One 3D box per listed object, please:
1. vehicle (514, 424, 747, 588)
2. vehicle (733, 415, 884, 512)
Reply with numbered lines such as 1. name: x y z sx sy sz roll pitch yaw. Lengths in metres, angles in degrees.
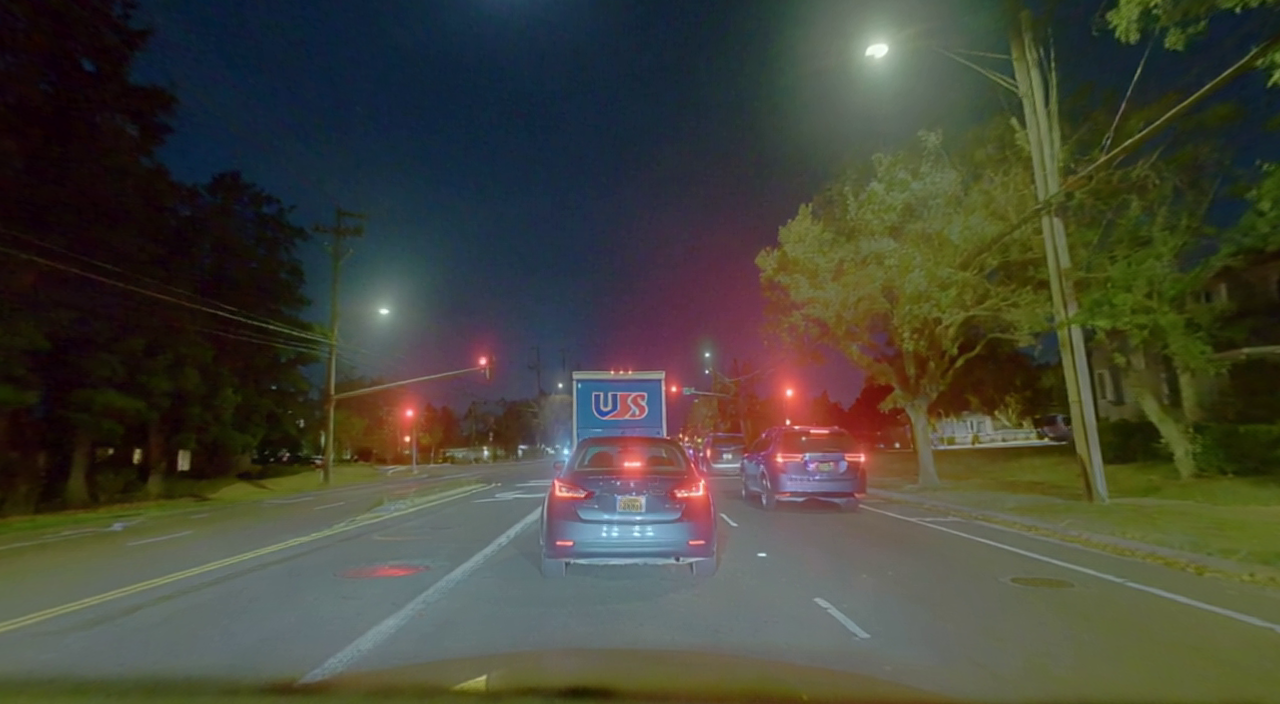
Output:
1. vehicle: -0.144 1.732 7.983 2.135 1.483 4.207 0 -8 -2
2. vehicle: 3.604 2.490 14.541 2.145 1.847 4.524 0 -8 -1
